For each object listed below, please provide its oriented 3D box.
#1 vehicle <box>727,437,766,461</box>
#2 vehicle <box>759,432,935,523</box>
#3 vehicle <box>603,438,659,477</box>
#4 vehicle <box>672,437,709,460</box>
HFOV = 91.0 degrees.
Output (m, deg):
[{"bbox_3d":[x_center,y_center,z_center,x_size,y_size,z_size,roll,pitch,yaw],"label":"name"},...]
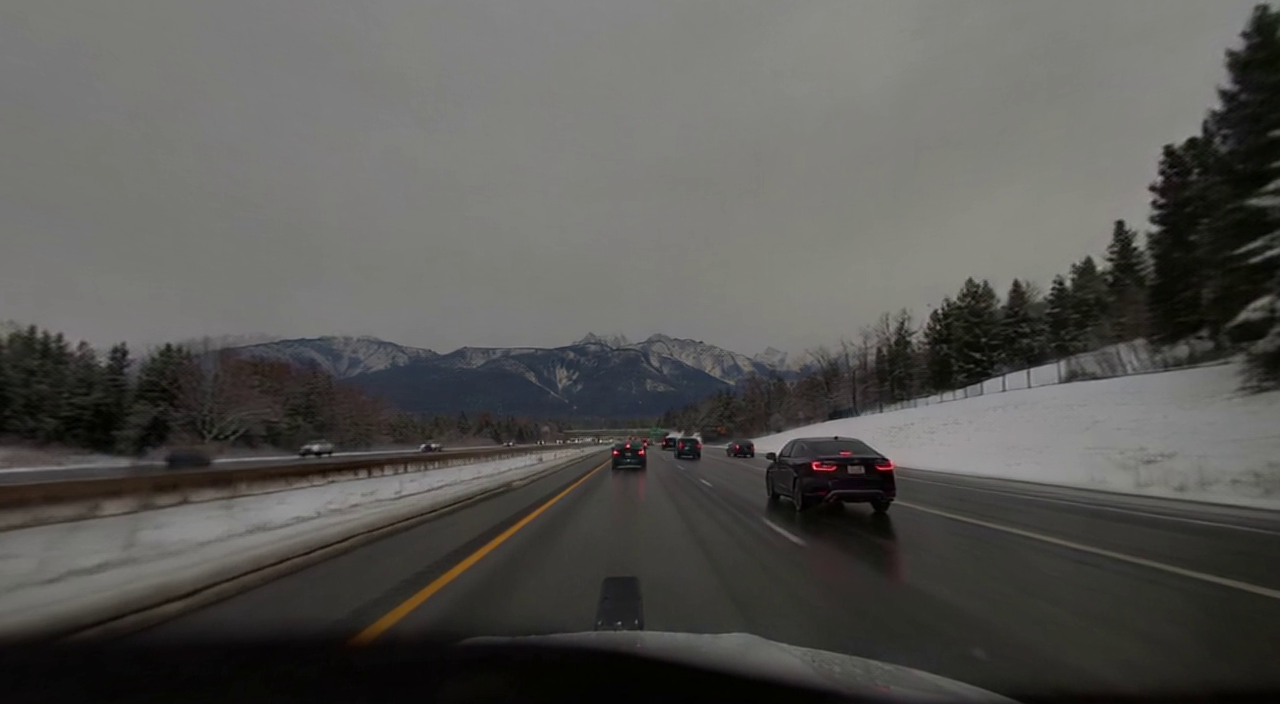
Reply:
[{"bbox_3d":[7.667,7.041,45.741,1.996,1.637,3.990,0,-9,-2],"label":"vehicle"},{"bbox_3d":[3.772,2.357,12.370,1.957,1.447,4.241,0,-9,-1],"label":"vehicle"},{"bbox_3d":[-0.331,4.237,25.475,2.085,1.449,3.860,0,-8,0],"label":"vehicle"},{"bbox_3d":[3.822,7.455,48.604,2.436,1.704,4.694,0,-8,0],"label":"vehicle"}]
